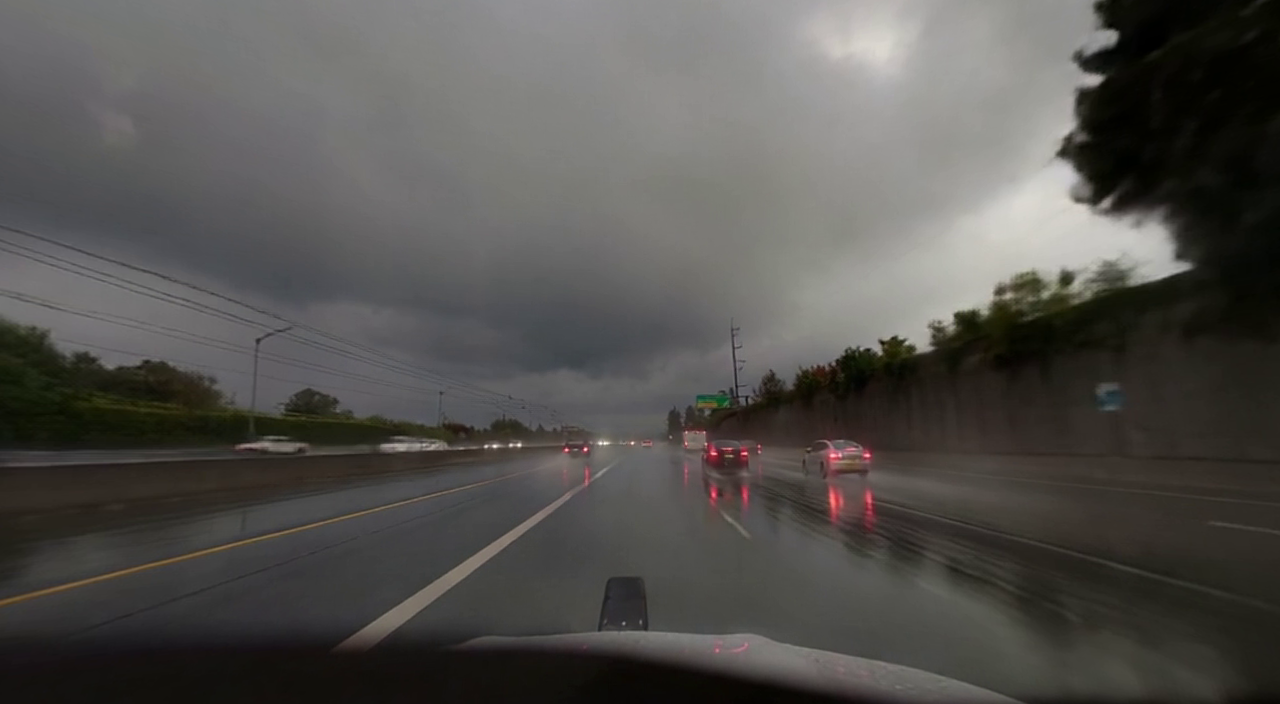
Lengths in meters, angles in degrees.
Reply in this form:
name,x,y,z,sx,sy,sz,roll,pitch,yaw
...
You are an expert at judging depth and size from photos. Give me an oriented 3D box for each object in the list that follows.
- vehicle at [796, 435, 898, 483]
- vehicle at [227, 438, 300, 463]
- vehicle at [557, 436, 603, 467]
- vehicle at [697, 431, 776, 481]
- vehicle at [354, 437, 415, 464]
name,x,y,z,sx,sy,sz,roll,pitch,yaw
vehicle,7.296,3.798,22.822,1.988,1.518,4.856,0,-8,0
vehicle,-25.150,6.572,42.329,1.927,1.592,4.547,0,-8,2
vehicle,-3.354,5.711,36.343,2.106,1.682,4.395,0,-8,2
vehicle,3.415,3.789,23.234,2.146,1.639,4.475,0,-8,0
vehicle,-15.521,5.974,38.540,1.924,1.521,4.357,0,-8,0
